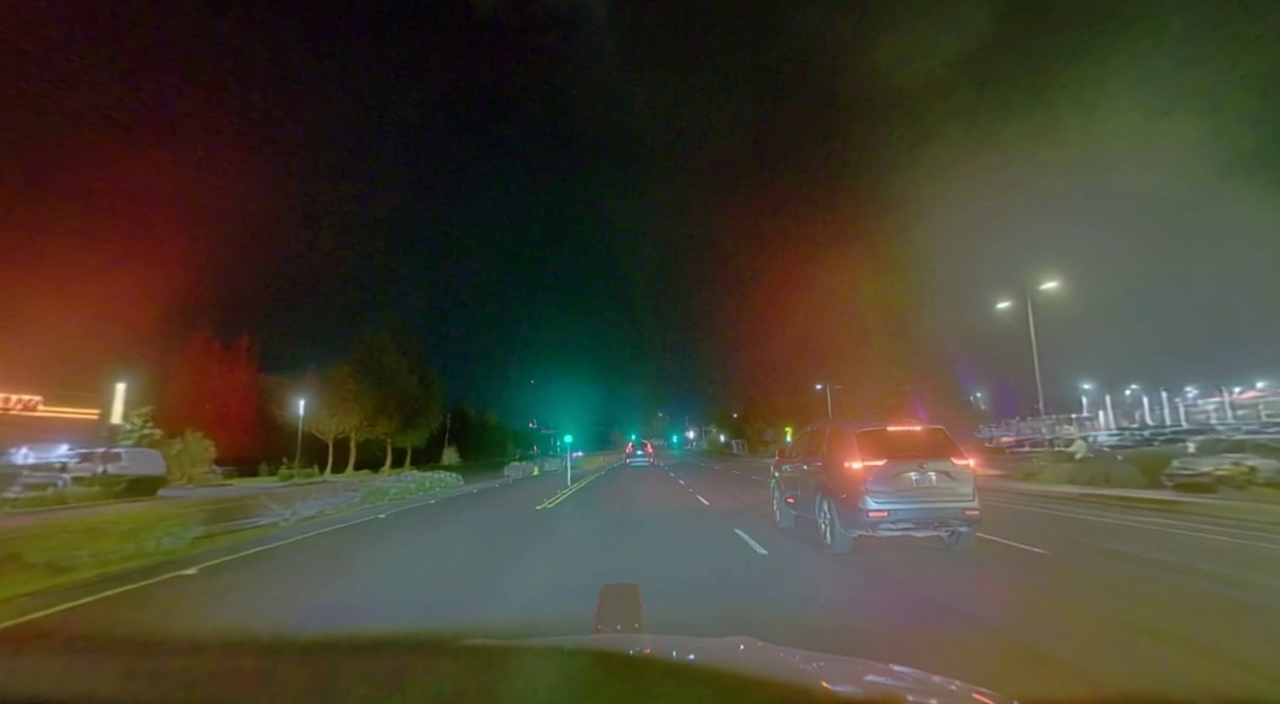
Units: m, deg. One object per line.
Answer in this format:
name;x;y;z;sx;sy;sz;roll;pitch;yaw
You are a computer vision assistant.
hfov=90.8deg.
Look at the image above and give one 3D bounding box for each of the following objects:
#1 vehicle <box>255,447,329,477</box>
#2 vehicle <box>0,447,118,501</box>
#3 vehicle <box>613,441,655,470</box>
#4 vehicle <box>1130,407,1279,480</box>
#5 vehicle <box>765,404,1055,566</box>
vehicle;-25.475;8.058;46.203;5.851;1.918;2.142;-8;-9;32
vehicle;-25.457;5.074;26.128;5.437;1.926;2.310;-1;-8;-16
vehicle;-0.301;5.619;34.477;2.126;1.475;3.967;0;-8;0
vehicle;19.310;2.844;20.162;5.704;2.047;2.413;-1;-9;-11
vehicle;3.307;1.735;8.975;2.110;1.698;4.397;0;-8;-1
